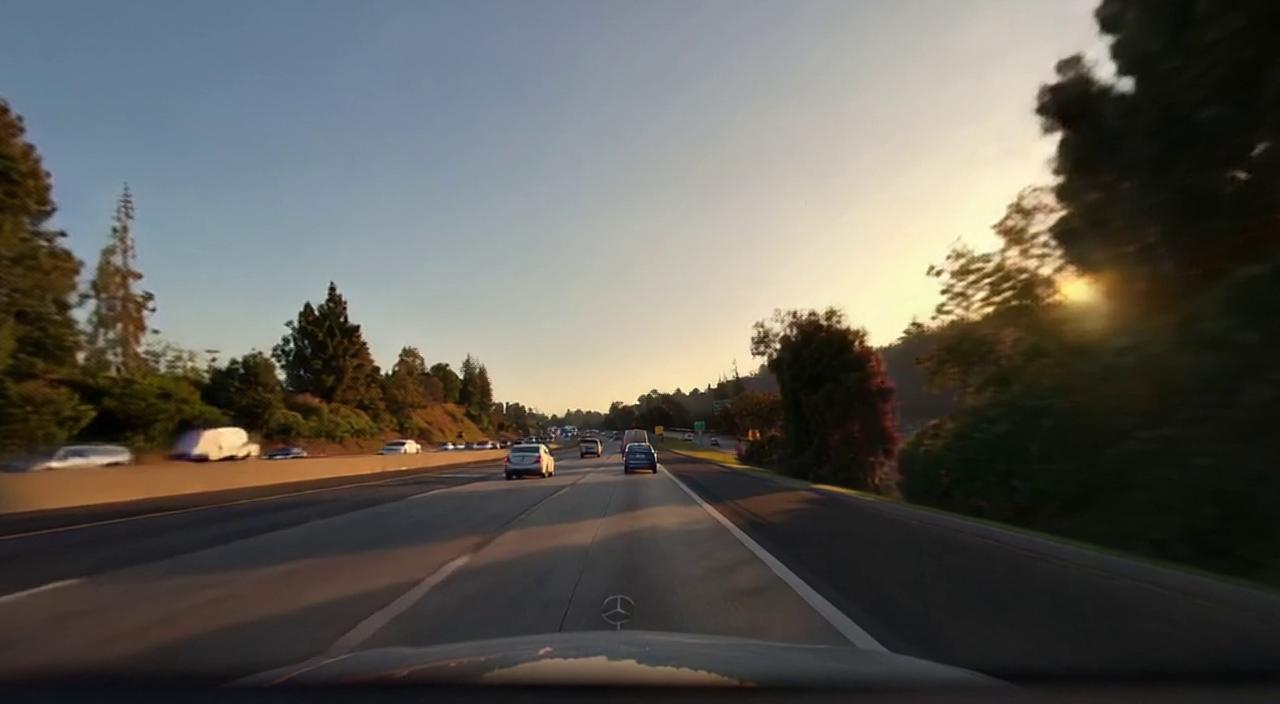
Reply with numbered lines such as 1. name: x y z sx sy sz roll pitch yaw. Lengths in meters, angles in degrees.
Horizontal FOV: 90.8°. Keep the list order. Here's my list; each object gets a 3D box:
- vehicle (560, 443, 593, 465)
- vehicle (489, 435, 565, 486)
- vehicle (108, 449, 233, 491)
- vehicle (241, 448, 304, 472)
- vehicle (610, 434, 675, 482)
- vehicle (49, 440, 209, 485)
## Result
1. vehicle: -4.715 7.659 47.567 2.084 1.528 4.094 0 -8 0
2. vehicle: -4.109 4.033 23.737 2.044 1.717 4.421 0 -8 0
3. vehicle: -17.627 4.415 23.980 1.825 1.411 3.761 0 -8 0
4. vehicle: -24.658 7.243 42.572 1.784 1.522 4.042 0 -8 0
5. vehicle: 0.053 4.260 25.689 2.378 1.750 4.355 0 -8 -1
6. vehicle: -21.606 4.679 27.171 2.141 1.690 5.651 0 -8 0
